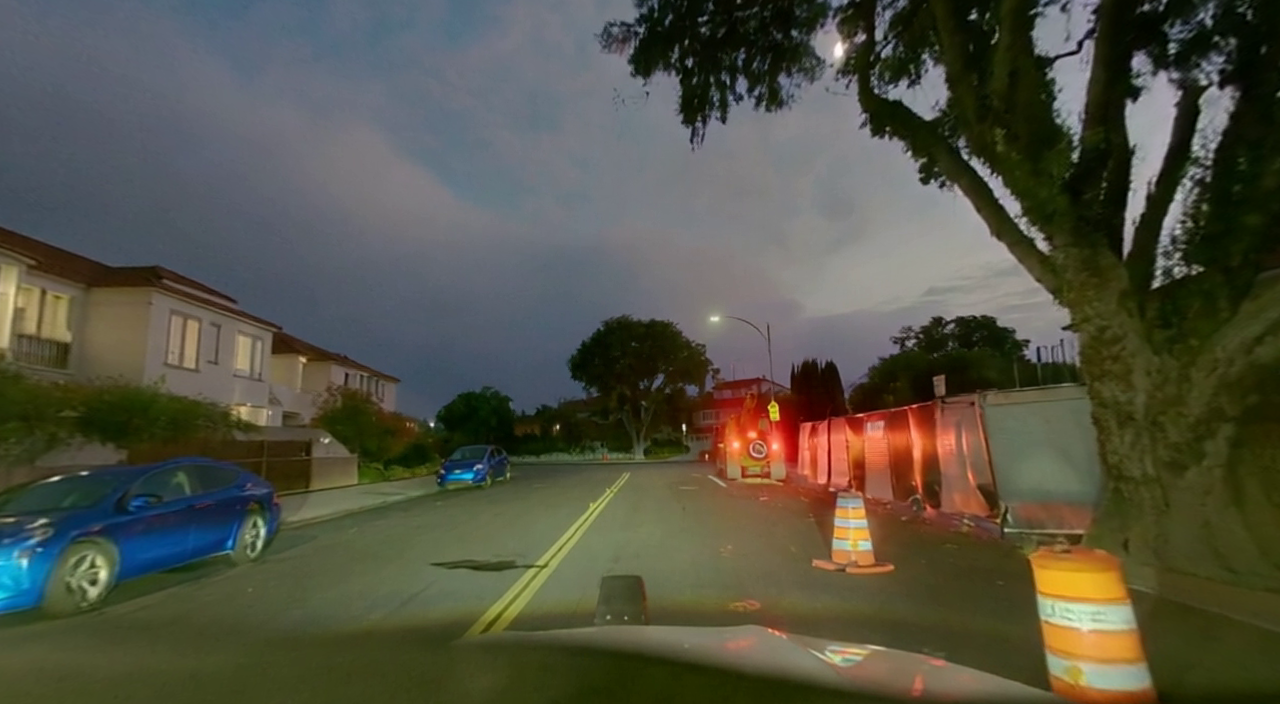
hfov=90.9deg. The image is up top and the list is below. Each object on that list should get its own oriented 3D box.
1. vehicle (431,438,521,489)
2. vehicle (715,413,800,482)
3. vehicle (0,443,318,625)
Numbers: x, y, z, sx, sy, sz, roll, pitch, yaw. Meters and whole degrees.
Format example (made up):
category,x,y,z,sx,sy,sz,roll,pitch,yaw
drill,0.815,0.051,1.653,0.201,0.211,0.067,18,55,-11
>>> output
category,x,y,z,sx,sy,sz,roll,pitch,yaw
vehicle,-6.368,4.357,25.179,2.220,1.765,4.799,0,-7,1
vehicle,4.723,3.890,25.925,2.501,2.613,3.505,1,-8,-6
vehicle,-6.455,1.996,8.149,1.974,1.479,4.888,0,-7,1
